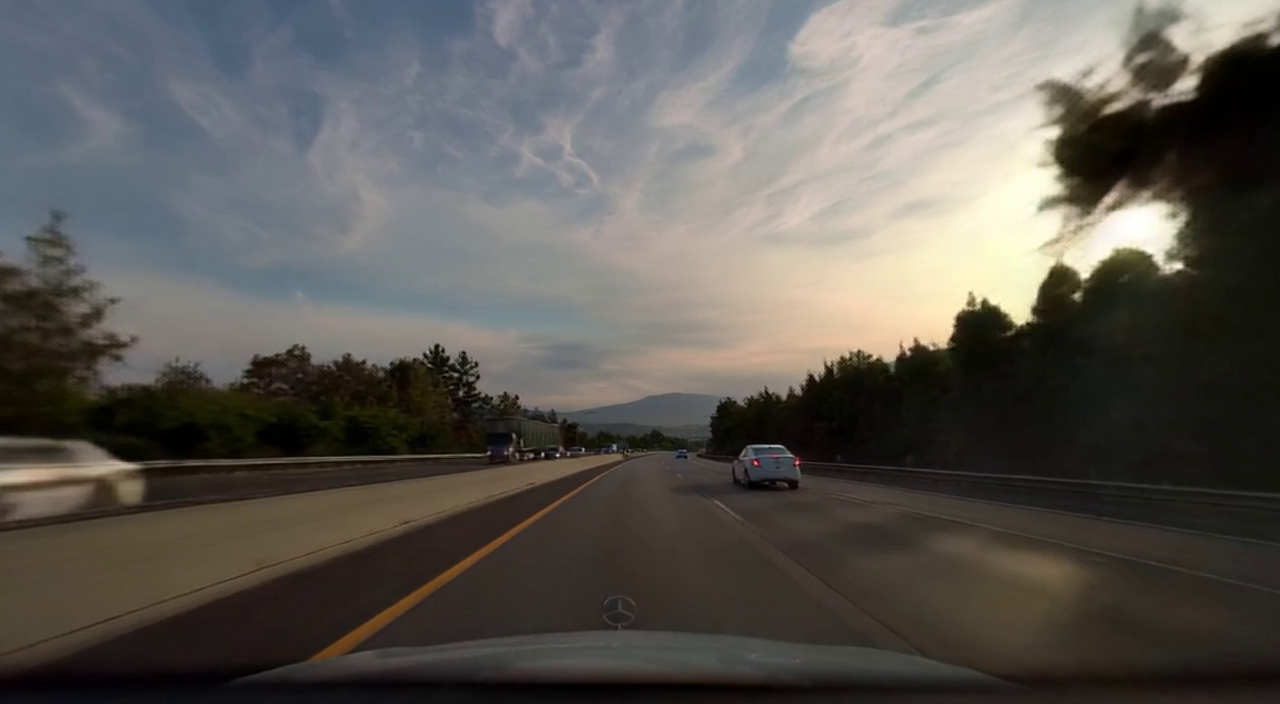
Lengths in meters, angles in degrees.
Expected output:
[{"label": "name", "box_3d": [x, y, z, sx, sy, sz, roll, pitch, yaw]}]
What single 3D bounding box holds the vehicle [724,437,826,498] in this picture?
[{"label": "vehicle", "box_3d": [4.047, 3.548, 19.682, 2.089, 1.660, 4.729, 0, -9, -1]}]
